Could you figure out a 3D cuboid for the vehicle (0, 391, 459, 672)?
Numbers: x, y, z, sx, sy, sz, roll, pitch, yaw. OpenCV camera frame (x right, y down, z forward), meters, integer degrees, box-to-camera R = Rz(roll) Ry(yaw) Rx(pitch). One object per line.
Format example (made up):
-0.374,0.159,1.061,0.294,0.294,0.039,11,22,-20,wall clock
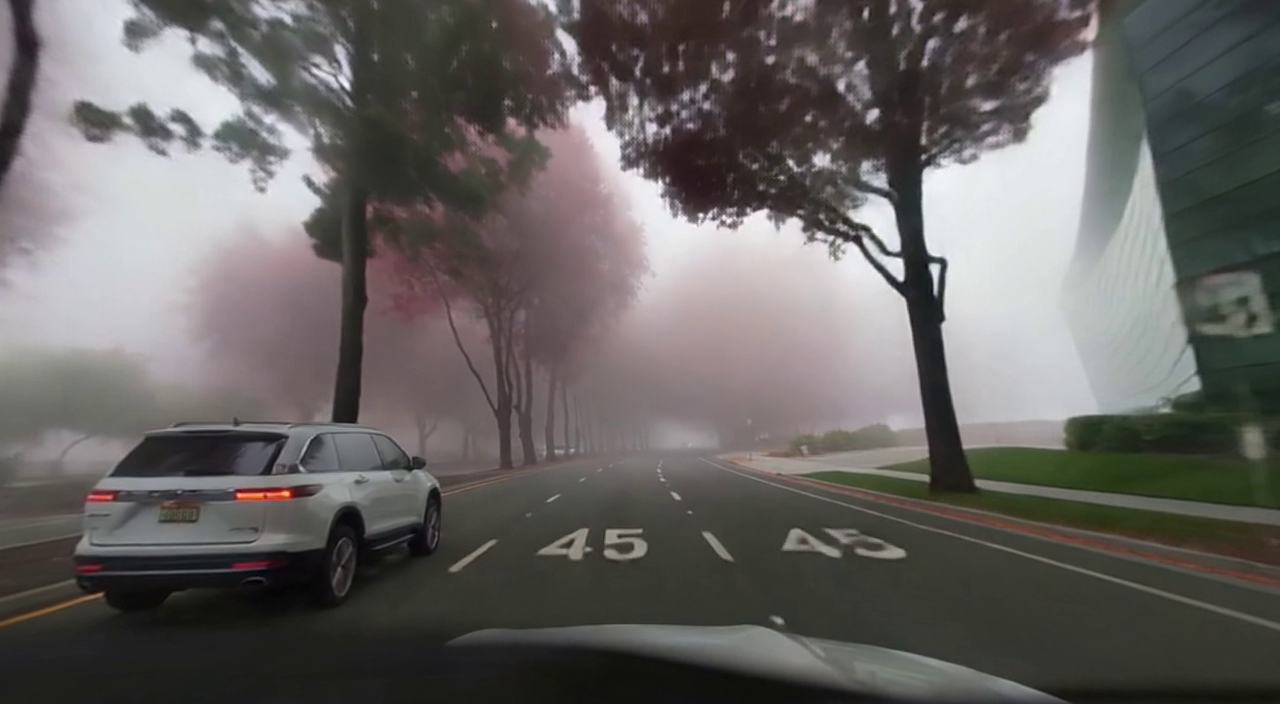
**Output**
-3.495,1.434,6.227,2.067,1.700,4.561,-1,-8,0,vehicle
